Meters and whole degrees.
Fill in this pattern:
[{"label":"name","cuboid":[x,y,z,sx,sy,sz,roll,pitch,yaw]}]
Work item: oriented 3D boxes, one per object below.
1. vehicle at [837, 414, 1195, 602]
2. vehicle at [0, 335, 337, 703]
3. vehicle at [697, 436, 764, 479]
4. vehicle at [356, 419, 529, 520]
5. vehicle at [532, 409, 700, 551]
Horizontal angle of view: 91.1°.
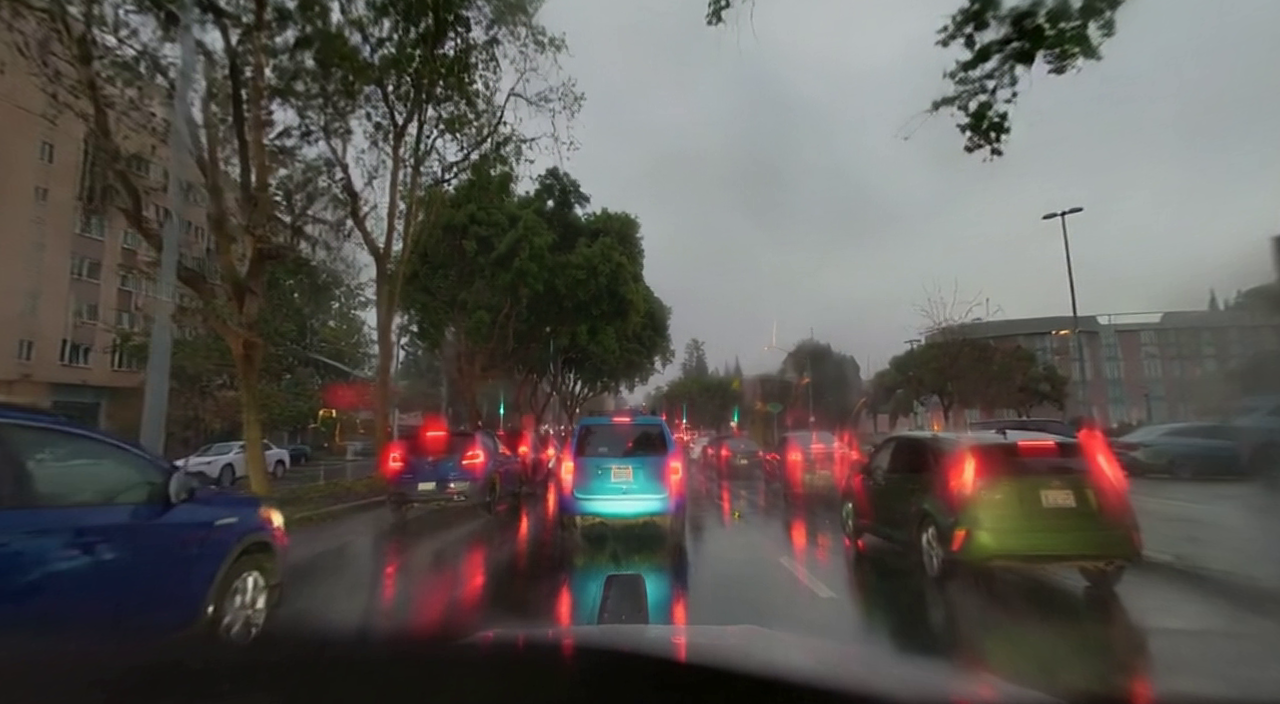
[{"label":"vehicle","cuboid":[3.781,1.598,7.292,1.847,1.554,3.885,0,-8,3]},{"label":"vehicle","cuboid":[-3.445,0.844,2.682,2.047,1.710,4.314,0,-8,1]},{"label":"vehicle","cuboid":[3.340,3.971,23.938,1.948,1.475,4.093,0,-8,0]},{"label":"vehicle","cuboid":[-3.733,2.311,12.837,2.012,1.701,4.316,0,-8,1]},{"label":"vehicle","cuboid":[-0.237,1.847,9.684,2.022,1.700,4.084,0,-8,1]}]
